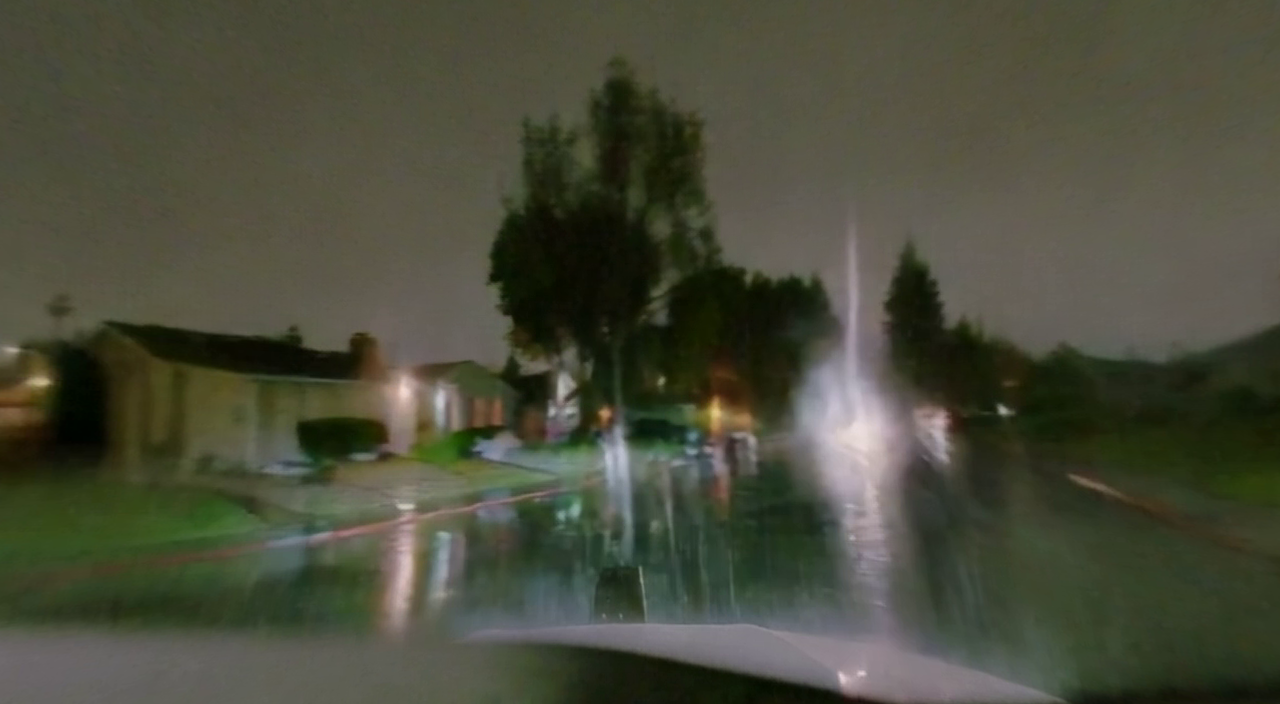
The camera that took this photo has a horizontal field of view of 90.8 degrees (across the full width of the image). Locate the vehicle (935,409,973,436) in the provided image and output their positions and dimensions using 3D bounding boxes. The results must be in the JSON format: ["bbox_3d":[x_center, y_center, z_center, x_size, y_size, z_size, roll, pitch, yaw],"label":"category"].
[{"bbox_3d":[21.414,4.887,43.171,2.018,1.665,4.226,-4,-9,24],"label":"vehicle"}]

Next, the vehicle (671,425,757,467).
[{"bbox_3d":[2.976,3.680,24.718,1.954,1.490,4.292,-5,-10,27],"label":"vehicle"}]
